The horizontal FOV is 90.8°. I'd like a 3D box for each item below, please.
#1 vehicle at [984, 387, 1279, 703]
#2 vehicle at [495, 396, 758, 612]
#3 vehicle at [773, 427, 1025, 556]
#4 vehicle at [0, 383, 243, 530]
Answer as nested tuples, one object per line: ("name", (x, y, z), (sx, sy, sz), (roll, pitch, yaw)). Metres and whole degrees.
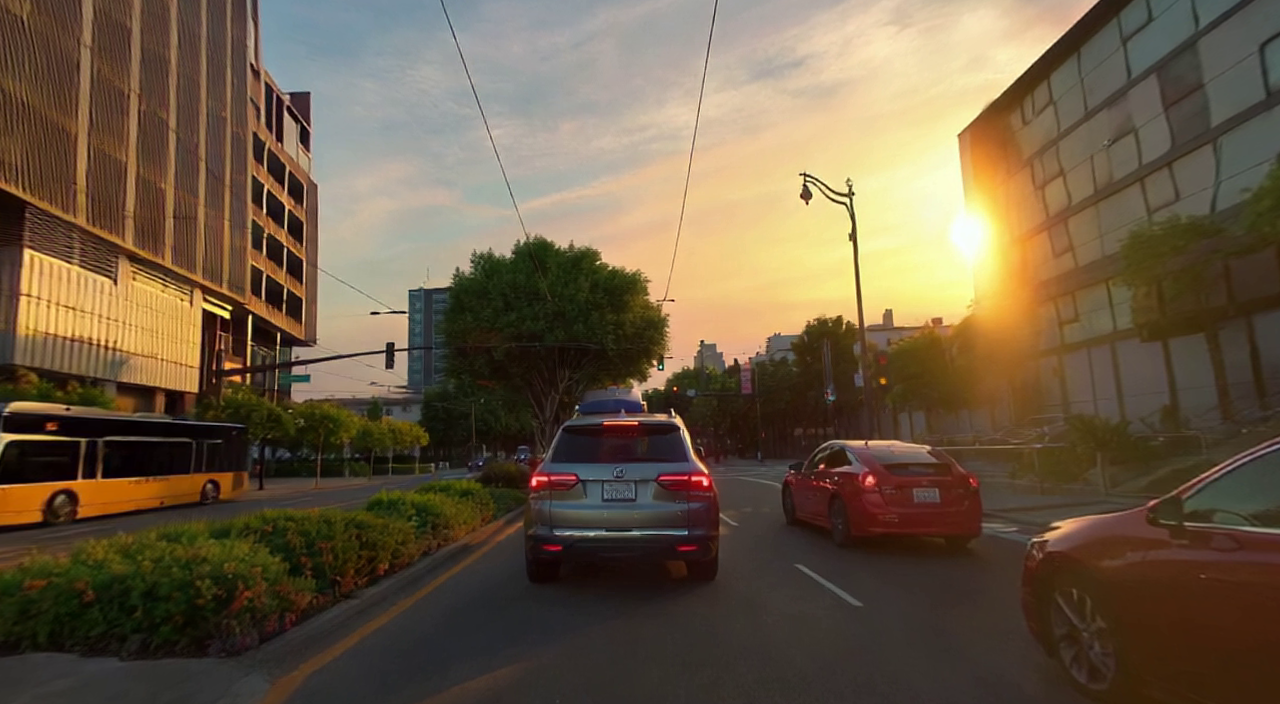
("vehicle", (3.138, 0.794, 1.638), (1.993, 1.480, 4.324), (0, -8, -1))
("vehicle", (-0.190, 1.573, 7.465), (2.178, 1.779, 4.255), (0, -8, -2))
("vehicle", (3.667, 2.044, 10.006), (2.128, 1.582, 4.188), (0, -8, -1))
("vehicle", (-19.729, 4.077, 23.086), (3.393, 4.045, 11.306), (-6, -11, -1))
